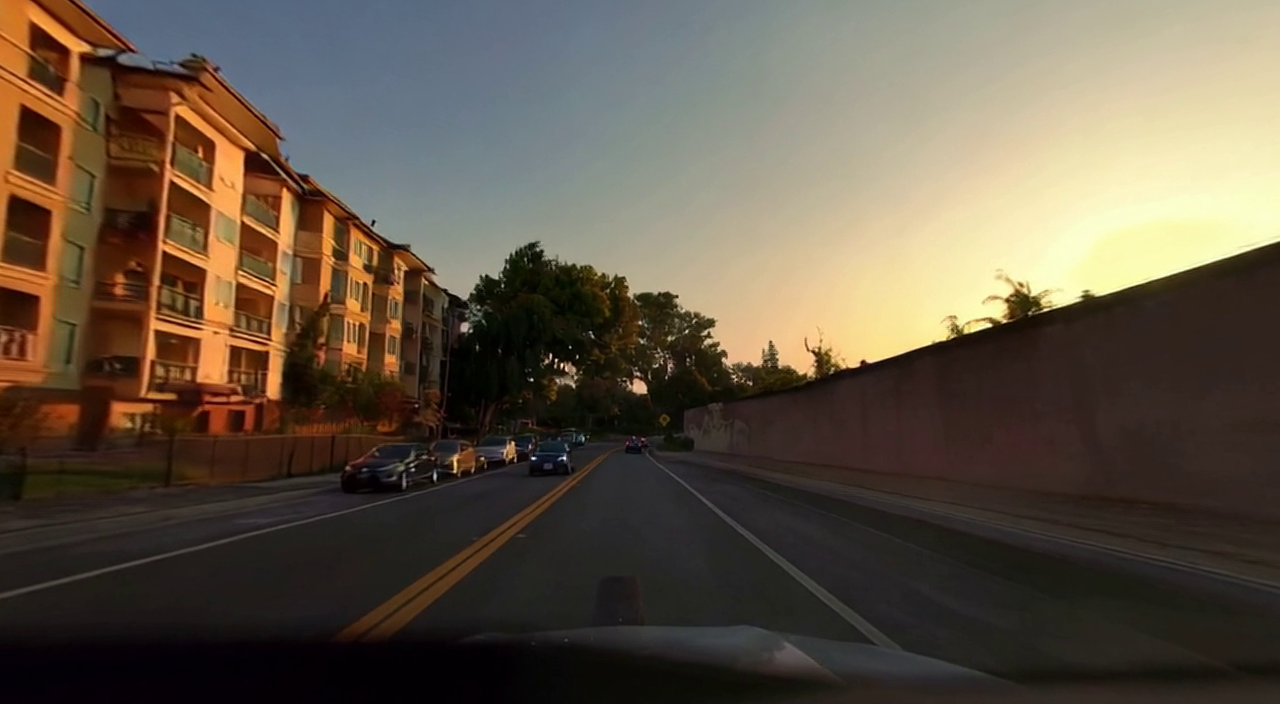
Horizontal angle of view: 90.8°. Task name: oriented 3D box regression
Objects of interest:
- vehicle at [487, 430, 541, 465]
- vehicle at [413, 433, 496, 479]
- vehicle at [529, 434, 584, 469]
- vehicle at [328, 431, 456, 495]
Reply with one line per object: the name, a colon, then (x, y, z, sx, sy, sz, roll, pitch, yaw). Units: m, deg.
vehicle: (-7.379, 5.615, 37.426, 2.098, 1.851, 4.817, 2, -7, 1)
vehicle: (-7.129, 4.050, 24.790, 1.878, 1.572, 4.621, 1, -9, 0)
vehicle: (-4.117, 5.006, 32.006, 2.170, 1.631, 4.299, 0, -9, 1)
vehicle: (-7.106, 3.216, 18.698, 1.913, 1.560, 4.513, 2, -8, 0)
